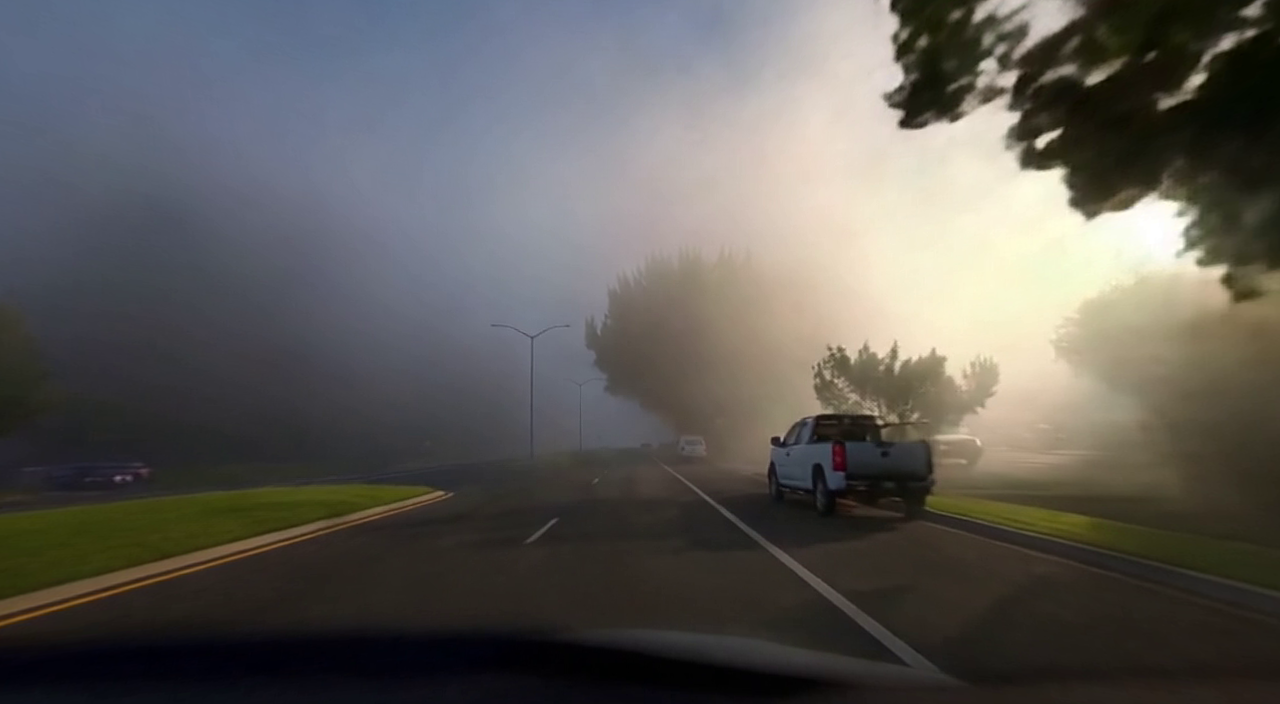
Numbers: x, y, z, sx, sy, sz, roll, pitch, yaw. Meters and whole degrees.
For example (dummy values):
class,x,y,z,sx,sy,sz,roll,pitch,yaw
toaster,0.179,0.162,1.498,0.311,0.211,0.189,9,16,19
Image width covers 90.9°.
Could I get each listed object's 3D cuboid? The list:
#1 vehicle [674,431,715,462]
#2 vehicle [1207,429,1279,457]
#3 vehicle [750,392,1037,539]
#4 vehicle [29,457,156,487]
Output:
class,x,y,z,sx,sy,sz,roll,pitch,yaw
vehicle,3.456,6.076,40.534,2.144,1.848,4.159,0,-8,-2
vehicle,38.484,5.645,39.350,1.870,1.514,4.544,-5,-8,-1
vehicle,3.799,1.862,11.010,2.493,1.896,5.433,0,-8,-3
vehicle,-29.045,6.376,33.565,4.719,1.433,1.995,0,-8,-5
